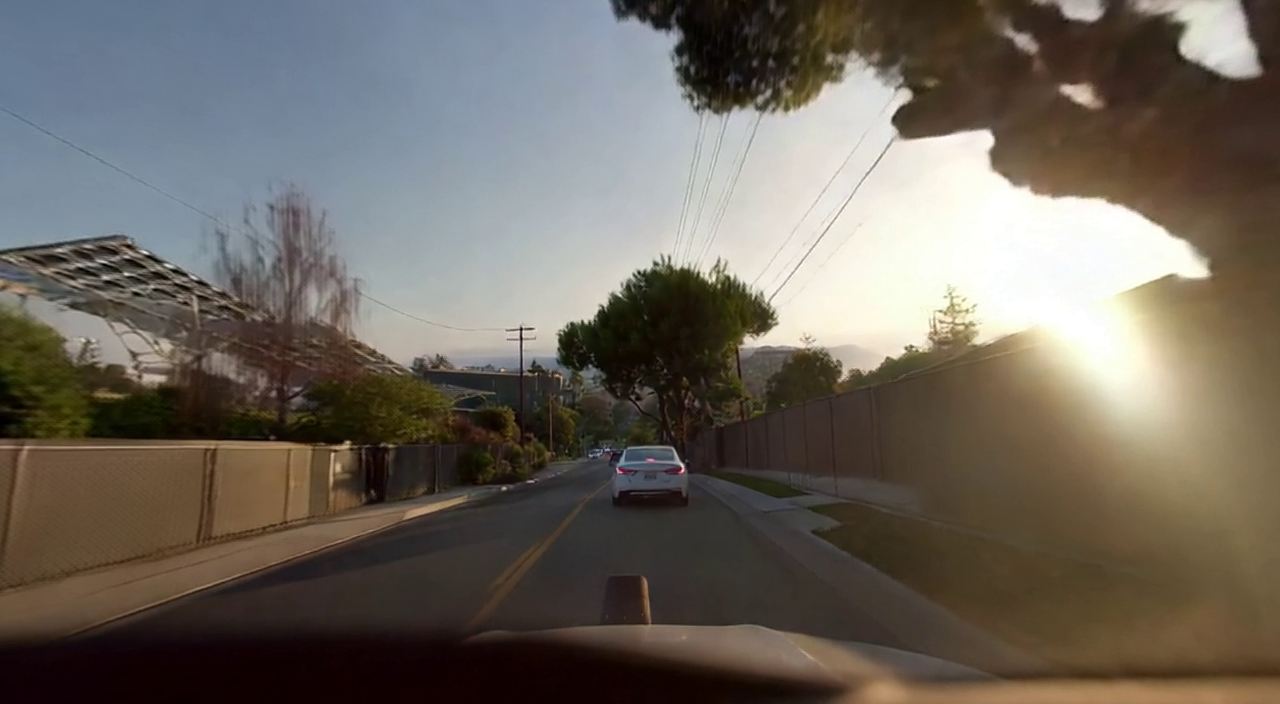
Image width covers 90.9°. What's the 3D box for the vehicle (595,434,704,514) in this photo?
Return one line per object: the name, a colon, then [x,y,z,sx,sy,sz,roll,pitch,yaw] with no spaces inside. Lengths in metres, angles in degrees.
vehicle: [0.164,2.592,13.973,2.060,1.487,3.920,0,-8,-1]
